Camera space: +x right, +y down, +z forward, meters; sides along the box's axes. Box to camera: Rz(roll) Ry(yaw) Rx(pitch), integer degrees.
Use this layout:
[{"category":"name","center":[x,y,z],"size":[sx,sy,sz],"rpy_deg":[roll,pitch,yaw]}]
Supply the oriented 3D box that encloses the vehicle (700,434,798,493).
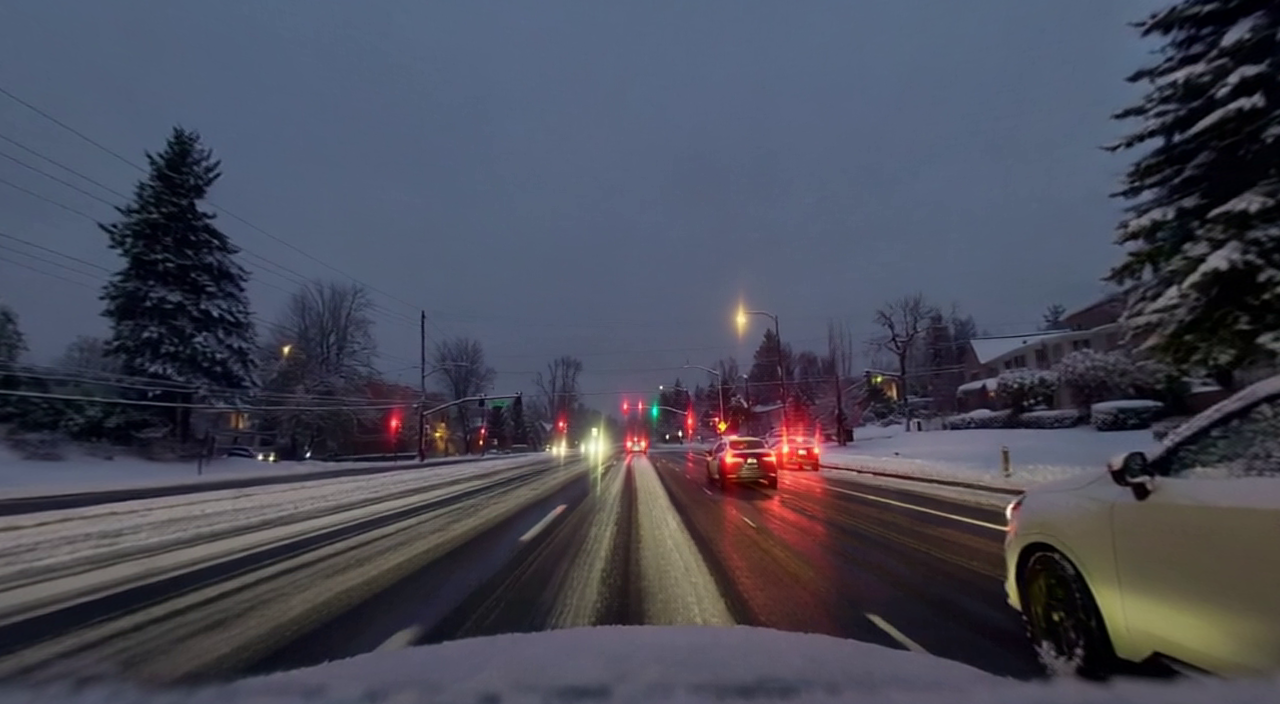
[{"category":"vehicle","center":[2.889,3.058,17.593],"size":[1.889,1.451,4.180],"rpy_deg":[0,-9,-1]}]

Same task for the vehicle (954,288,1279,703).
[{"category":"vehicle","center":[3.061,0.634,1.602],"size":[2.129,1.761,4.610],"rpy_deg":[0,-9,0]}]

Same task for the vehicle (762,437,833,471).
[{"category":"vehicle","center":[7.246,4.747,29.428],"size":[2.010,1.421,4.586],"rpy_deg":[0,-9,-2]}]
